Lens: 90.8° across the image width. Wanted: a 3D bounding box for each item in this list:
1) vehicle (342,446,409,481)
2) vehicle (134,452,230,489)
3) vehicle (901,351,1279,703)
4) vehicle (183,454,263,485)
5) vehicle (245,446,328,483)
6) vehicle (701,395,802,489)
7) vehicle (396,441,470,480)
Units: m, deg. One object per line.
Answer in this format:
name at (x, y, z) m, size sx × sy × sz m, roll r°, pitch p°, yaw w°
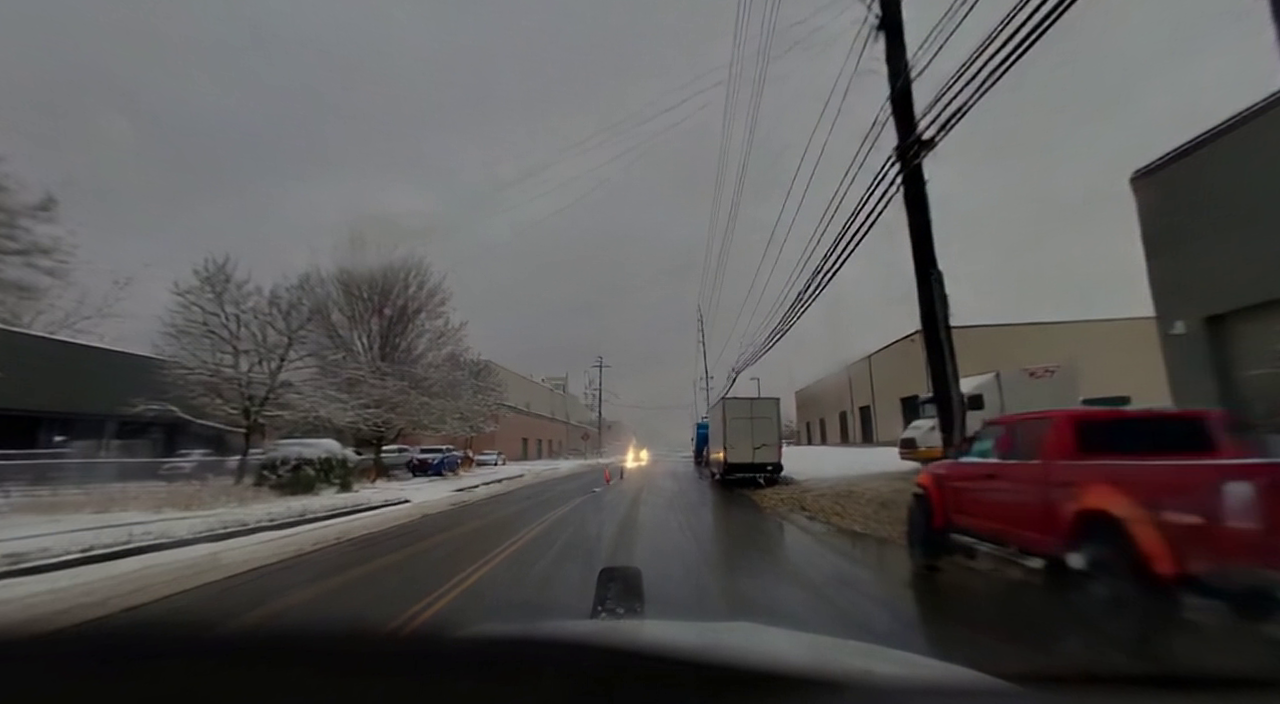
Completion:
vehicle at (-14.659, 6.167, 35.266) m, size 1.971 × 1.789 × 4.360 m, roll 0°, pitch -8°, yaw -2°
vehicle at (-25.128, 6.489, 34.905) m, size 2.092 × 1.806 × 4.601 m, roll 0°, pitch -9°, yaw -5°
vehicle at (4.185, 1.208, 5.277) m, size 1.963 × 1.803 × 4.708 m, roll 0°, pitch -8°, yaw 0°
vehicle at (-22.546, 6.358, 34.341) m, size 1.833 × 1.454 × 3.782 m, roll 0°, pitch -8°, yaw -1°
vehicle at (-19.797, 6.283, 35.703) m, size 2.026 × 1.885 × 4.932 m, roll 0°, pitch -8°, yaw -3°
vehicle at (4.318, 3.741, 26.271) m, size 2.871 × 3.301 × 7.433 m, roll 0°, pitch -8°, yaw 1°
vehicle at (-11.671, 6.111, 36.049) m, size 2.287 × 1.975 × 5.511 m, roll -1°, pitch -8°, yaw 1°
